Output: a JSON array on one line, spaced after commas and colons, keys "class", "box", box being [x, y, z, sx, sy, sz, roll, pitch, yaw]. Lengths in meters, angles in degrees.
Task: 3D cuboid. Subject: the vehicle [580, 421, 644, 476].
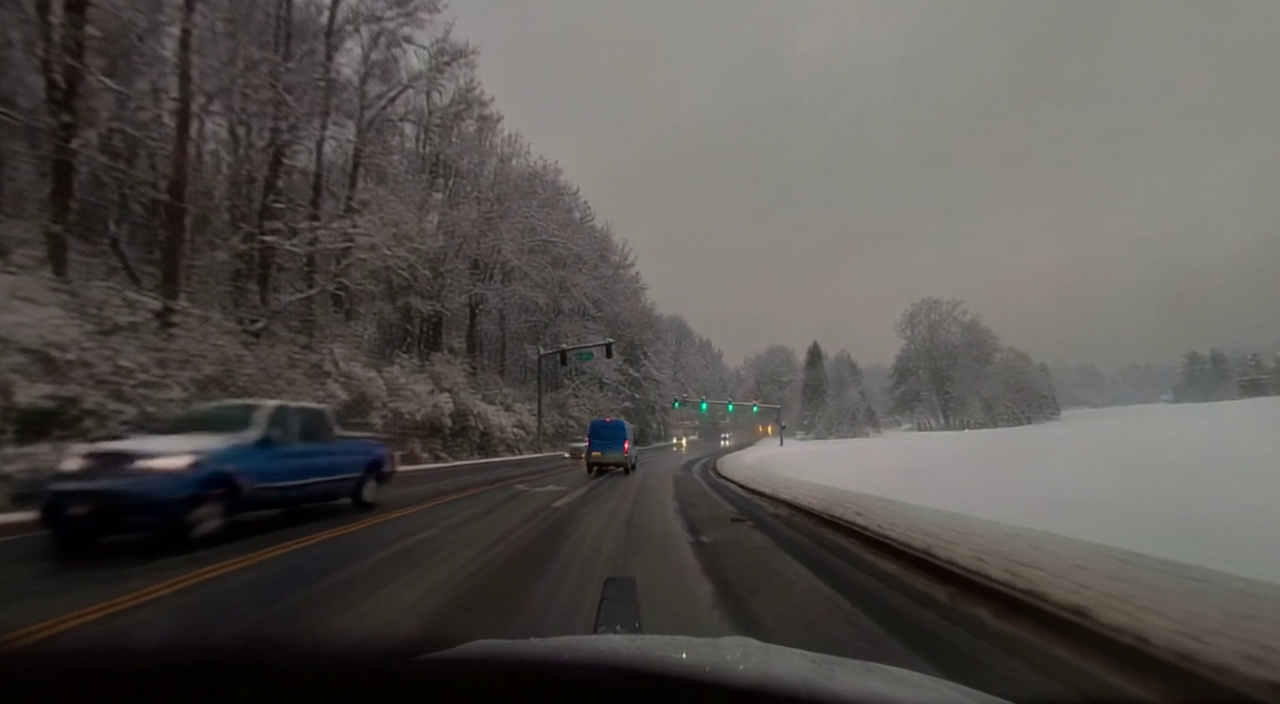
[{"class": "vehicle", "box": [-1.088, 4.258, 27.864, 2.362, 2.185, 5.212, 0, -8, 3]}]

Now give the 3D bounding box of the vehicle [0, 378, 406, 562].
[{"class": "vehicle", "box": [-5.964, 1.700, 9.782, 2.295, 1.981, 5.836, 0, -8, 1]}]
